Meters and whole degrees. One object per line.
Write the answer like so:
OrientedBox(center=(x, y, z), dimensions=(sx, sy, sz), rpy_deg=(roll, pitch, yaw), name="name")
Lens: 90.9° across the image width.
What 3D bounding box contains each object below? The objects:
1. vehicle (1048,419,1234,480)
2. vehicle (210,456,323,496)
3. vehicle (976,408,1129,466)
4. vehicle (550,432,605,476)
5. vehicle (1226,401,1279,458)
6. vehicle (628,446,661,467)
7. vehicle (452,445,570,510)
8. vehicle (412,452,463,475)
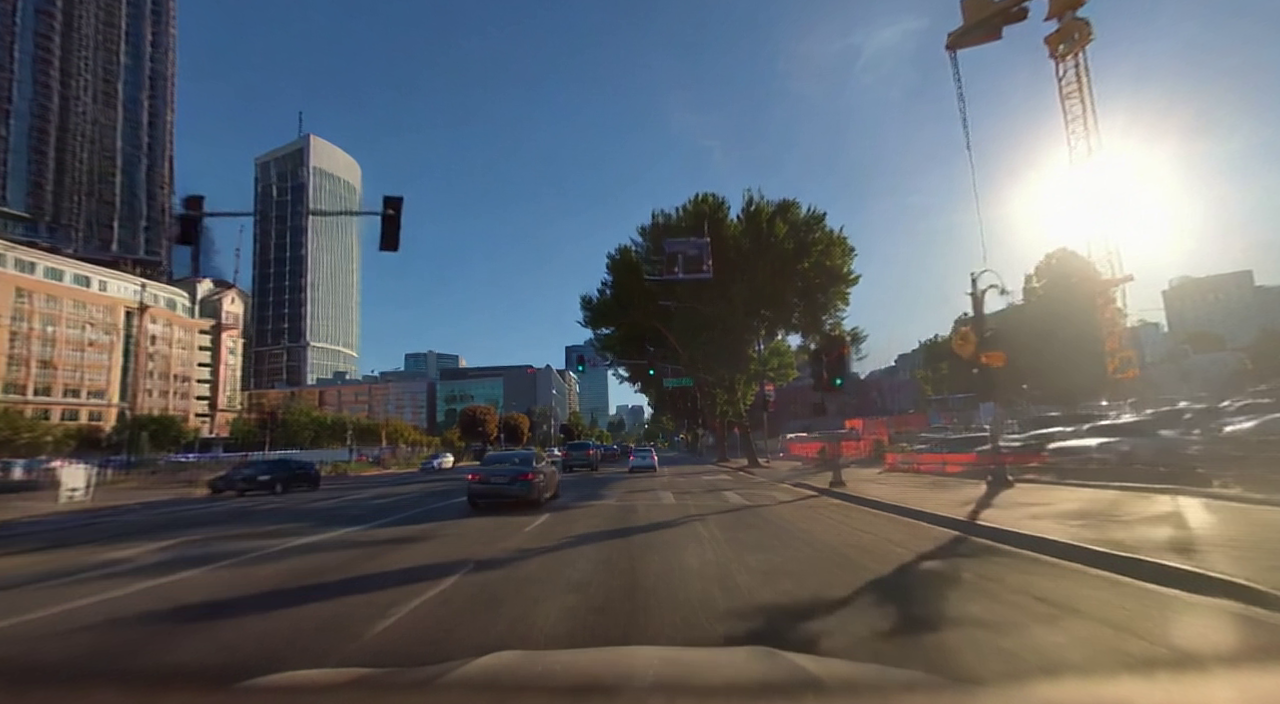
OrientedBox(center=(13.316, 2.546, 16.805), dimensions=(4.061, 1.465, 1.803), rpy_deg=(2, -8, -17), name="vehicle")
OrientedBox(center=(-15.101, 5.011, 25.819), dimensions=(1.879, 1.450, 4.279), rpy_deg=(-1, -9, 2), name="vehicle")
OrientedBox(center=(12.058, 2.504, 18.505), dimensions=(3.500, 1.563, 1.871), rpy_deg=(2, -9, -19), name="vehicle")
OrientedBox(center=(-3.134, 5.241, 32.608), dimensions=(2.240, 2.054, 4.662), rpy_deg=(-1, -9, 2), name="vehicle")
OrientedBox(center=(23.521, 2.920, 23.400), dimensions=(2.304, 1.936, 5.023), rpy_deg=(-8, -11, 41), name="vehicle")
OrientedBox(center=(0.347, 7.383, 44.708), dimensions=(2.171, 1.422, 4.146), rpy_deg=(0, -9, 1), name="vehicle")
OrientedBox(center=(-3.094, 3.117, 16.171), dimensions=(1.959, 1.406, 4.527), rpy_deg=(-1, -9, 2), name="vehicle")
OrientedBox(center=(-14.237, 7.835, 44.617), dimensions=(1.935, 1.481, 4.702), rpy_deg=(-1, -9, 2), name="vehicle")
